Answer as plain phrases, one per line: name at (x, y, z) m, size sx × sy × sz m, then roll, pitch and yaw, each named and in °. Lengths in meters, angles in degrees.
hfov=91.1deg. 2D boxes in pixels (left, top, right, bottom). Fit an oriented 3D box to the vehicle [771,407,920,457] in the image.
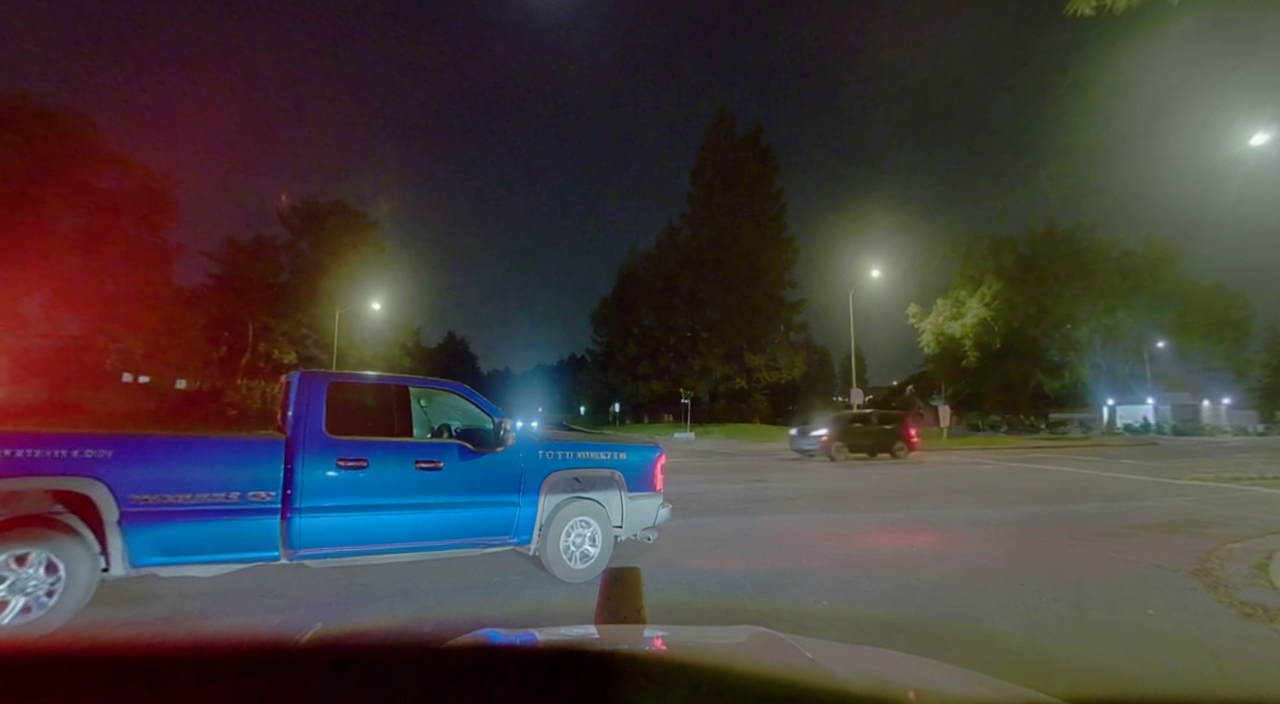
vehicle at (8.079, 3.191, 24.788) m, size 5.333 × 1.837 × 2.124 m, roll 3°, pitch -9°, yaw -20°
